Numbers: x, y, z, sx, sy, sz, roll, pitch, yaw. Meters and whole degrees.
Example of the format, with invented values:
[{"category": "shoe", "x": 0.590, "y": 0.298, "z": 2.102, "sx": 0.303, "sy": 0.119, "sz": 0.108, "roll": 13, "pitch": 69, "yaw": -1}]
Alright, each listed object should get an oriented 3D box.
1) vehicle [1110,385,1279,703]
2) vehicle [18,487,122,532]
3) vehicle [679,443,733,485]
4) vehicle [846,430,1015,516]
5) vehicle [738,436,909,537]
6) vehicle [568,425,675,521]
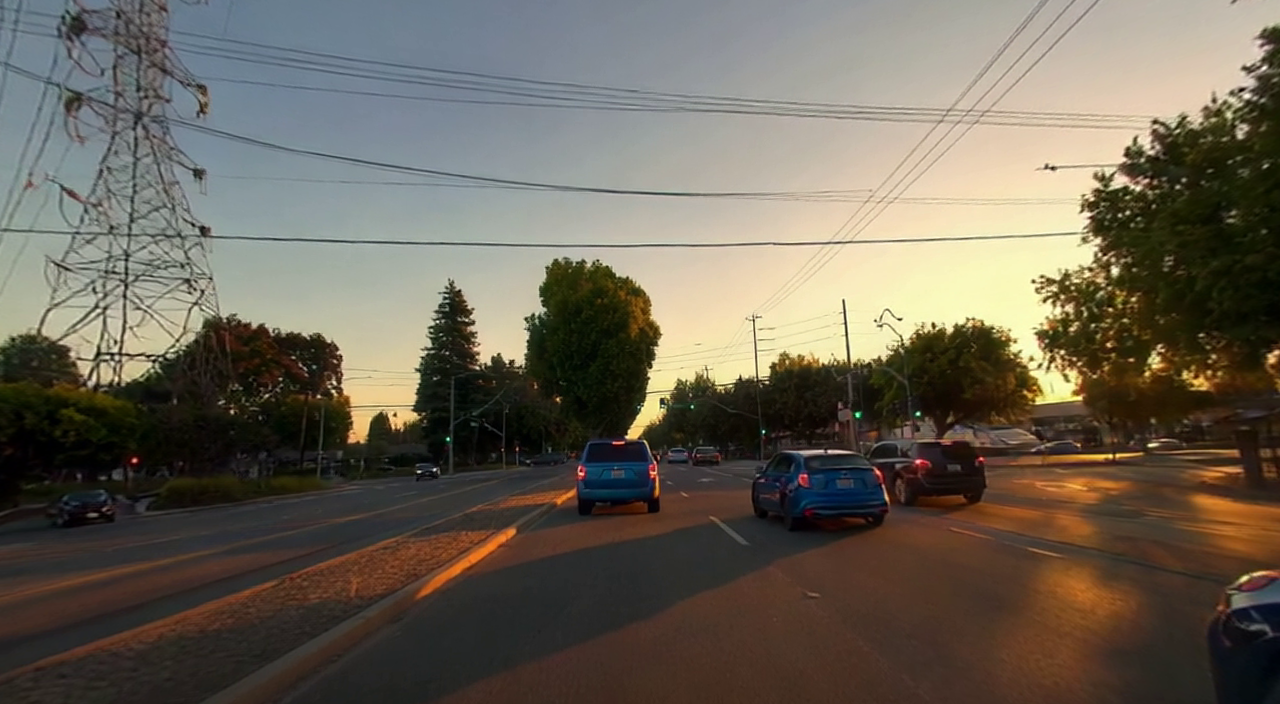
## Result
[{"category": "vehicle", "x": 3.260, "y": 0.663, "z": 0.837, "sx": 1.889, "sy": 1.517, "sz": 4.308, "roll": 0, "pitch": -9, "yaw": -1}, {"category": "vehicle", "x": -26.810, "y": 7.405, "z": 29.714, "sx": 4.526, "sy": 1.715, "sz": 1.989, "roll": -10, "pitch": -13, "yaw": 26}, {"category": "vehicle", "x": 2.904, "y": 5.032, "z": 28.642, "sx": 1.915, "sy": 1.765, "sz": 4.047, "roll": 0, "pitch": -9, "yaw": -2}, {"category": "vehicle", "x": 6.746, "y": 2.849, "z": 15.329, "sx": 1.929, "sy": 1.753, "sz": 4.396, "roll": 0, "pitch": -9, "yaw": -1}, {"category": "vehicle", "x": 3.274, "y": 2.478, "z": 12.332, "sx": 1.880, "sy": 1.579, "sz": 4.401, "roll": 0, "pitch": -9, "yaw": -2}, {"category": "vehicle", "x": -0.453, "y": 2.866, "z": 15.445, "sx": 2.231, "sy": 1.998, "sz": 4.254, "roll": 0, "pitch": -9, "yaw": -2}]
